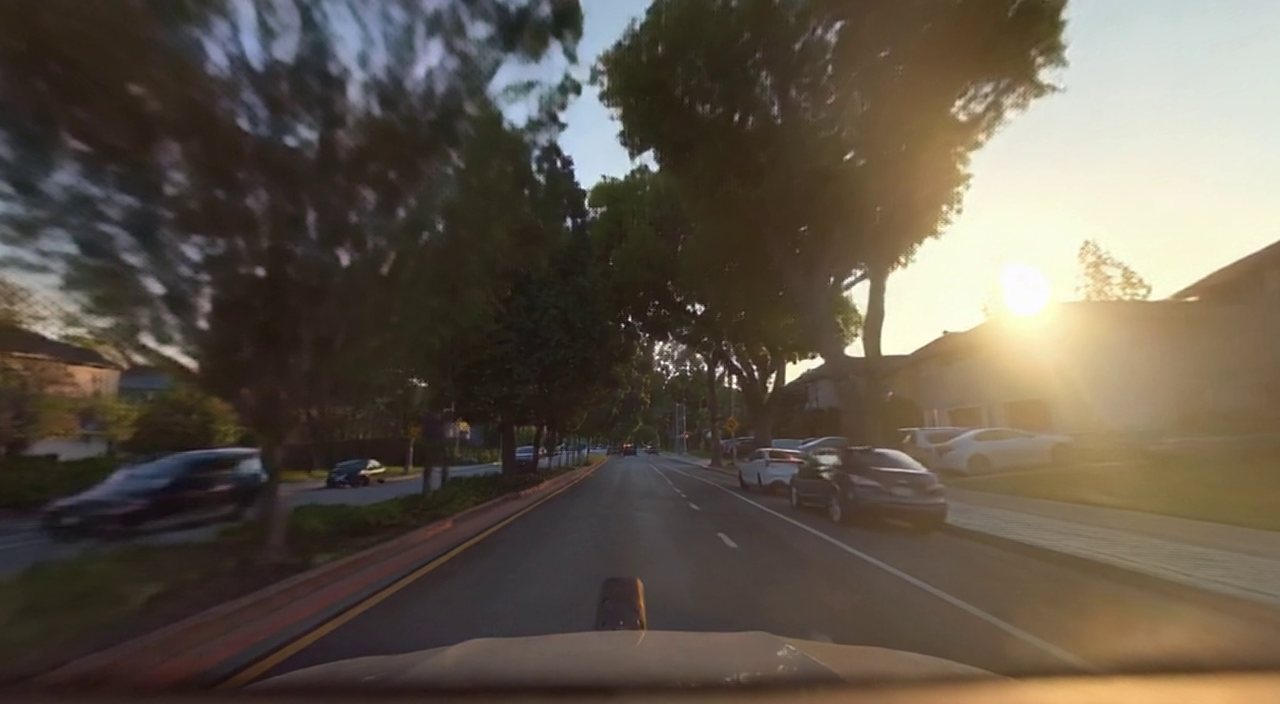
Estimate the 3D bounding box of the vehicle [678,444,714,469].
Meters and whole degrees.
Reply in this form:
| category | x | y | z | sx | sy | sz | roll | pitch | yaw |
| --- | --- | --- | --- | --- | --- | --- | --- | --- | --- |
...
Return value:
| category | x | y | z | sx | sy | sz | roll | pitch | yaw |
| --- | --- | --- | --- | --- | --- | --- | --- | --- | --- |
| vehicle | 3.663 | 6.920 | 42.084 | 1.991 | 1.500 | 4.562 | 0 | -8 | -1 |

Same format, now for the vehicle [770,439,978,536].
| category | x | y | z | sx | sy | sz | roll | pitch | yaw |
| --- | --- | --- | --- | --- | --- | --- | --- | --- | --- |
| vehicle | 4.035 | 2.391 | 11.934 | 1.946 | 1.431 | 4.695 | 0 | -8 | -3 |

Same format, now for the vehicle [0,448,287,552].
| category | x | y | z | sx | sy | sz | roll | pitch | yaw |
| --- | --- | --- | --- | --- | --- | --- | --- | --- | --- |
| vehicle | -8.735 | 2.548 | 11.680 | 1.871 | 1.484 | 4.383 | 0 | -8 | 0 |

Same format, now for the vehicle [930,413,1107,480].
| category | x | y | z | sx | sy | sz | roll | pitch | yaw |
| --- | --- | --- | --- | --- | --- | --- | --- | --- | --- |
| vehicle | 11.190 | 2.818 | 18.901 | 3.999 | 1.599 | 1.819 | -5 | -8 | 0 |

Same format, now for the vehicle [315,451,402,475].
| category | x | y | z | sx | sy | sz | roll | pitch | yaw |
| --- | --- | --- | --- | --- | --- | --- | --- | --- | --- |
| vehicle | -18.833 | 7.432 | 42.459 | 4.880 | 1.500 | 1.965 | 0 | -8 | -2 |

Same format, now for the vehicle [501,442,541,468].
| category | x | y | z | sx | sy | sz | roll | pitch | yaw |
| --- | --- | --- | --- | --- | --- | --- | --- | --- | --- |
| vehicle | -8.658 | 7.514 | 46.384 | 2.041 | 1.760 | 4.522 | -1 | -8 | 1 |
